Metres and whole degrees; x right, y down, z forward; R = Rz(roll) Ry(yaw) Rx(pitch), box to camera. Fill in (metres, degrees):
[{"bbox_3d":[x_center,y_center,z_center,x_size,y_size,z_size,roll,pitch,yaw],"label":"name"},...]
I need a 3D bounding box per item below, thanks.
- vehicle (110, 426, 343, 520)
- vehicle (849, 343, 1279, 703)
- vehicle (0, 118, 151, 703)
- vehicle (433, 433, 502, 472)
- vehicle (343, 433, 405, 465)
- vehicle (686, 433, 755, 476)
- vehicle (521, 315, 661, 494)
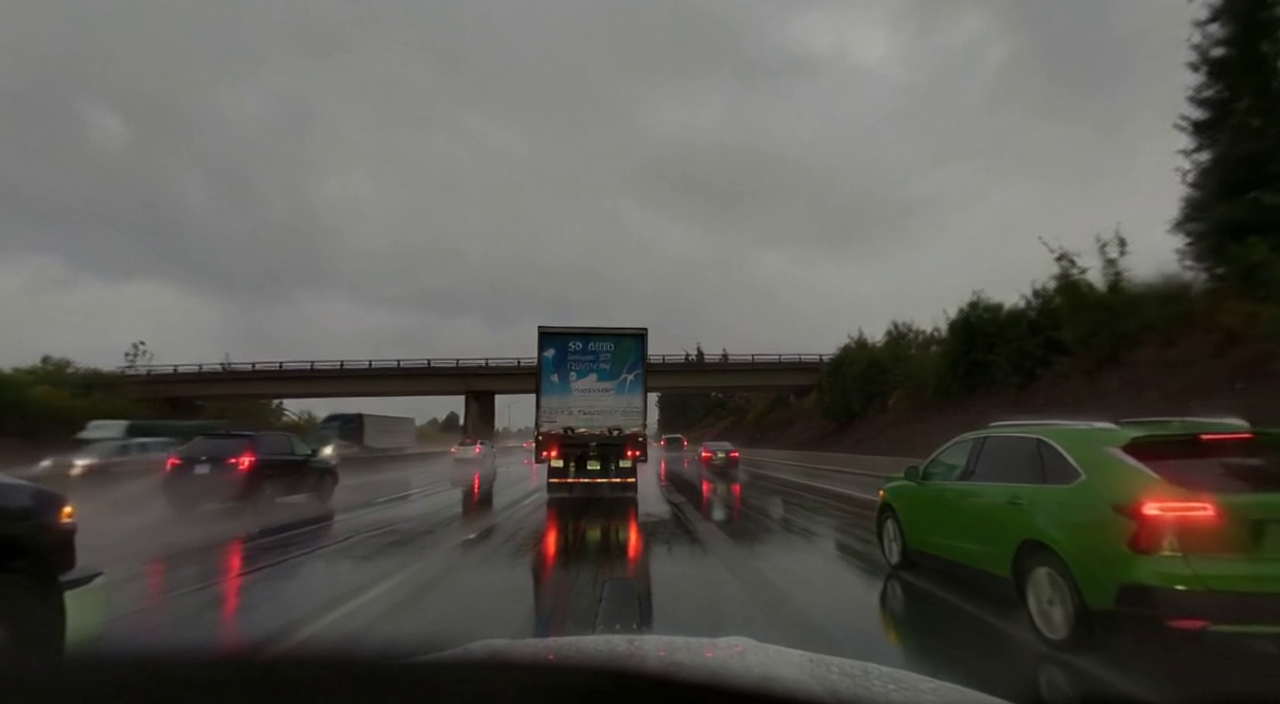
[{"bbox_3d":[-8.391,2.450,13.411,2.048,1.652,4.421,0,-8,-2],"label":"vehicle"},{"bbox_3d":[3.511,1.079,4.850,2.118,1.647,4.400,0,-8,-2],"label":"vehicle"},{"bbox_3d":[-3.836,0.092,0.348,2.660,2.637,5.634,0,-8,-2],"label":"vehicle"},{"bbox_3d":[-8.138,4.776,30.130,2.057,1.698,4.550,0,-8,0],"label":"vehicle"},{"bbox_3d":[-20.396,7.466,48.564,2.264,2.303,5.765,0,-8,-1],"label":"vehicle"},{"bbox_3d":[3.087,4.036,25.099,2.003,1.519,4.580,0,-8,-2],"label":"vehicle"},{"bbox_3d":[-1.391,1.749,18.316,2.911,3.787,9.905,0,-8,-4],"label":"vehicle"}]
